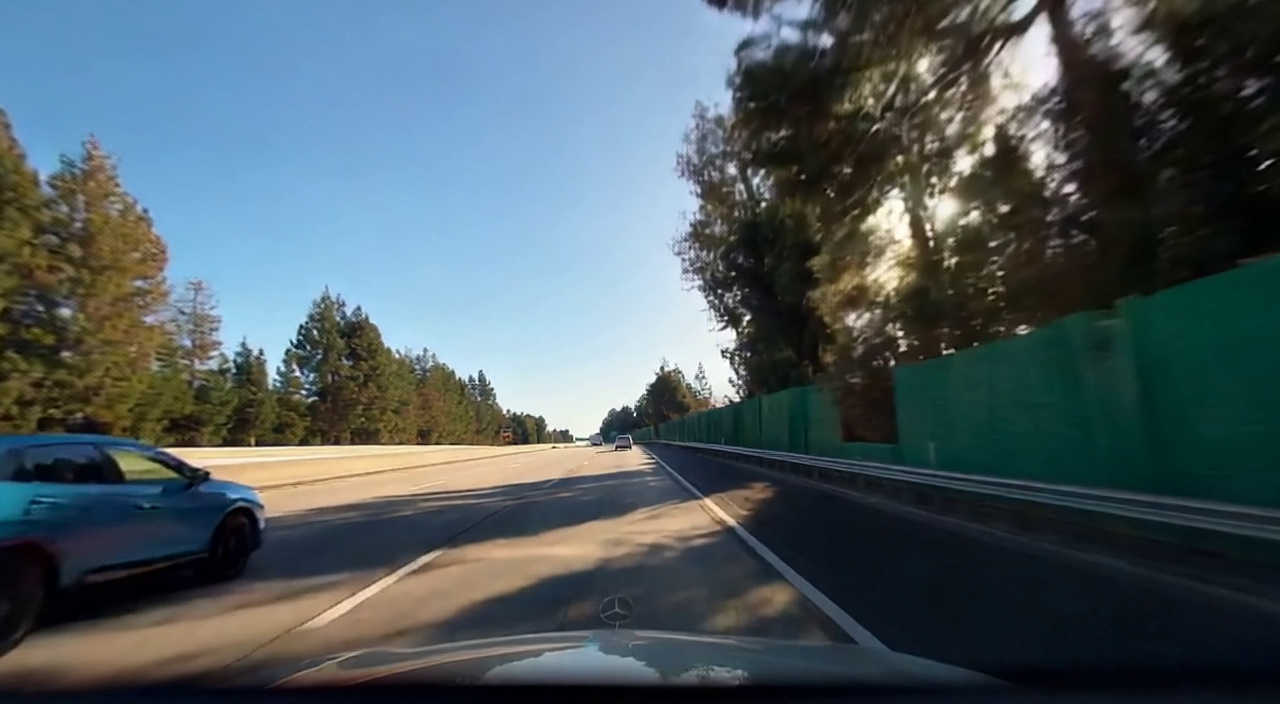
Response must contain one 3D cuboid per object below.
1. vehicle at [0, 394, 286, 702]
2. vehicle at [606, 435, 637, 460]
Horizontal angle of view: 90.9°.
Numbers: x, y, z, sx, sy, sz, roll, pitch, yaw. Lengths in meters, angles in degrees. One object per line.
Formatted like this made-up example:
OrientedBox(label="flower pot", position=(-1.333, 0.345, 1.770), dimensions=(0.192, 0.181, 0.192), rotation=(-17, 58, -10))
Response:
OrientedBox(label="vehicle", position=(-4.273, 1.010, 3.324), dimensions=(2.072, 1.545, 4.767), rotation=(0, -8, 0))
OrientedBox(label="vehicle", position=(-1.107, 5.879, 38.873), dimensions=(1.836, 1.450, 3.519), rotation=(0, -8, -1))
